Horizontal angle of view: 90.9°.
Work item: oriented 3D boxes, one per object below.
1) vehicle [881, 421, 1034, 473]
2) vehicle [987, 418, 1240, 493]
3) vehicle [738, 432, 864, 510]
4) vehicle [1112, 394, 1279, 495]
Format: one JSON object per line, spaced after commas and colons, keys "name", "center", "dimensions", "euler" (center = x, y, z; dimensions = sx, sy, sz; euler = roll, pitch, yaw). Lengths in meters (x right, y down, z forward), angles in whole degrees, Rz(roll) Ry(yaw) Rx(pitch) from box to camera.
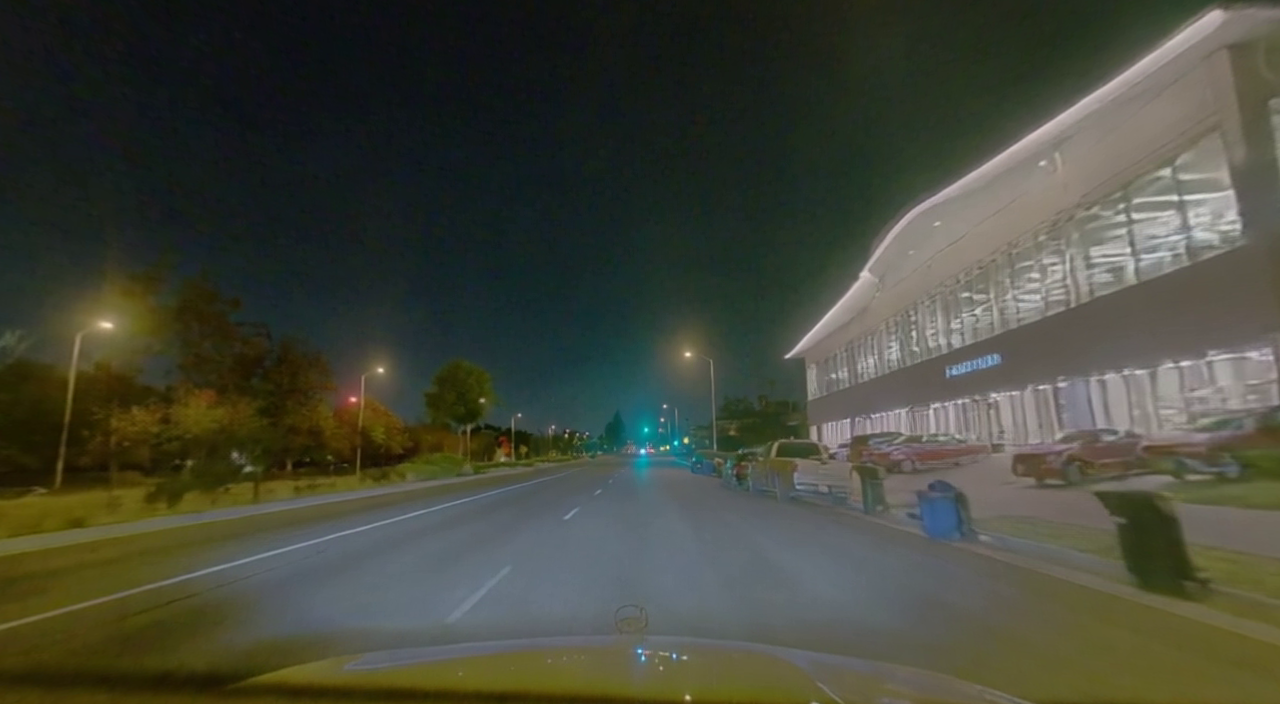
{"name": "vehicle", "center": [12.173, 3.708, 24.495], "dimensions": [4.778, 1.520, 2.020], "euler": [-6, -9, 7]}
{"name": "vehicle", "center": [11.490, 2.530, 15.511], "dimensions": [4.746, 1.332, 1.793], "euler": [-4, -9, -2]}
{"name": "vehicle", "center": [4.126, 3.148, 17.201], "dimensions": [2.078, 1.771, 5.174], "euler": [0, -8, 0]}
{"name": "vehicle", "center": [12.417, 1.777, 12.761], "dimensions": [4.067, 1.732, 1.983], "euler": [-3, -8, -5]}
